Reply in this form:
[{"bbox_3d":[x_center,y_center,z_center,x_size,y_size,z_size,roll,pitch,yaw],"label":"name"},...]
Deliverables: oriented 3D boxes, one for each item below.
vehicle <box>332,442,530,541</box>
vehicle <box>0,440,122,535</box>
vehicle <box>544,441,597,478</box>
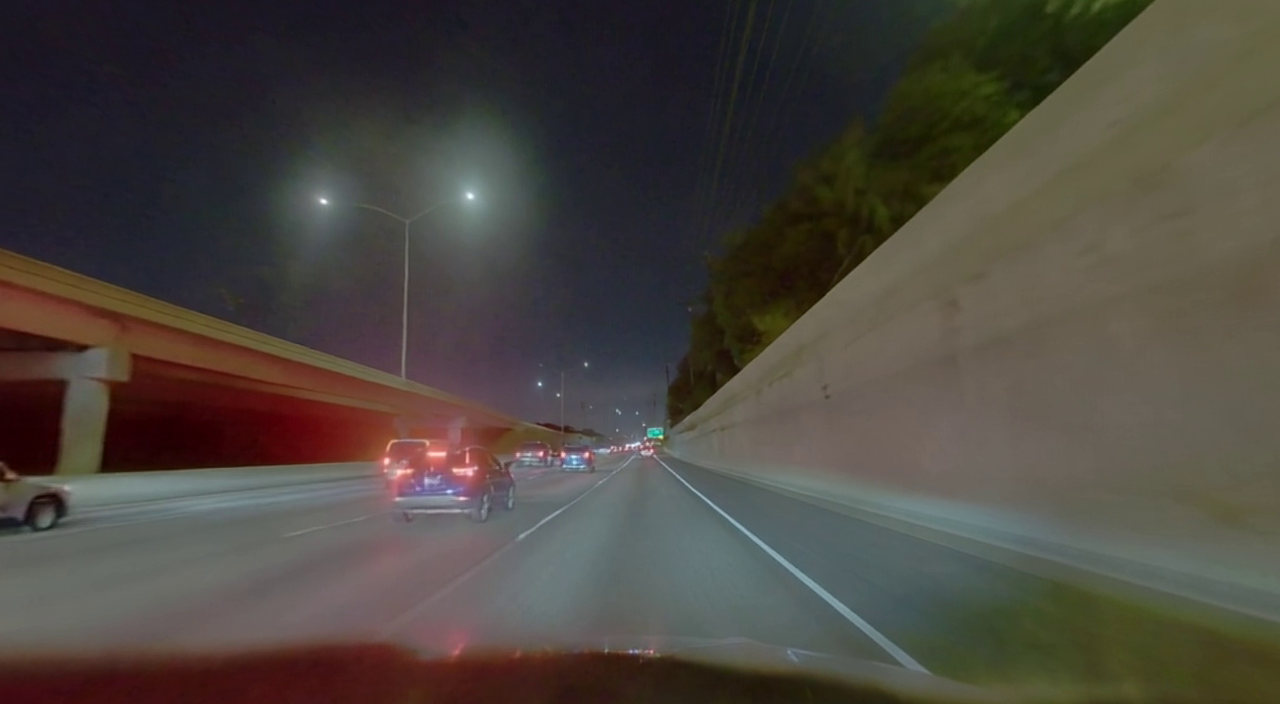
[{"bbox_3d":[-3.477,2.378,11.518,2.056,1.449,4.330,0,-8,1],"label":"vehicle"},{"bbox_3d":[-11.188,2.132,9.833,1.978,1.498,4.940,0,-8,1],"label":"vehicle"},{"bbox_3d":[-3.438,5.384,31.958,2.052,1.731,4.372,0,-8,2],"label":"vehicle"}]
